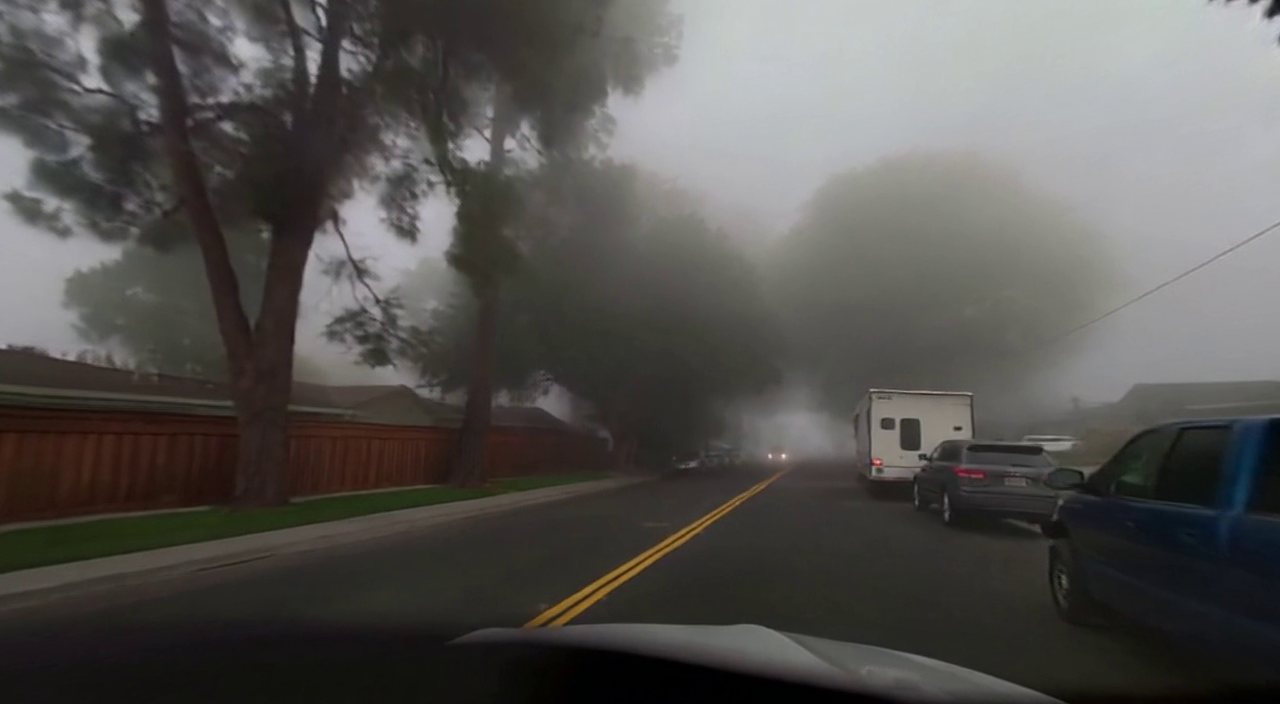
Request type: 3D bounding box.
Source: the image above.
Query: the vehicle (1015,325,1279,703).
[{"bbox_3d":[3.737,0.850,2.744,2.182,1.785,5.726,-1,-7,16],"label":"vehicle"}]

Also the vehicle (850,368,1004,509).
[{"bbox_3d":[8.941,2.941,21.183,3.052,3.440,11.052,-3,-9,16],"label":"vehicle"}]

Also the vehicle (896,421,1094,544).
[{"bbox_3d":[6.210,2.278,11.729,1.980,1.782,4.627,-2,-9,14],"label":"vehicle"}]
